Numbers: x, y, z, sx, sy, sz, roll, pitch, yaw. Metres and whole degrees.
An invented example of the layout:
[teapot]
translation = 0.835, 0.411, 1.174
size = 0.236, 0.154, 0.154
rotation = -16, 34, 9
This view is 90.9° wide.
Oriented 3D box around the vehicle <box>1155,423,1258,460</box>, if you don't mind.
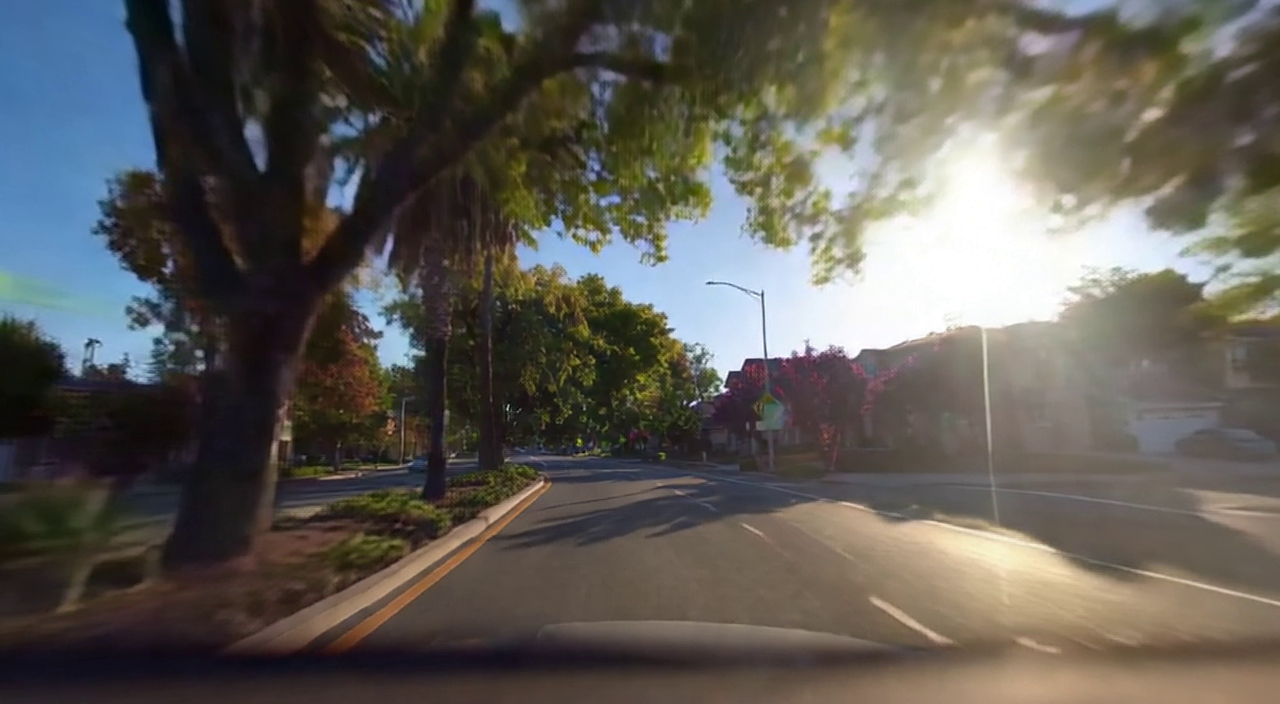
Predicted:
[vehicle]
translation = 25.408, 4.027, 28.456
size = 1.702, 1.536, 3.896
rotation = -1, -8, 14
